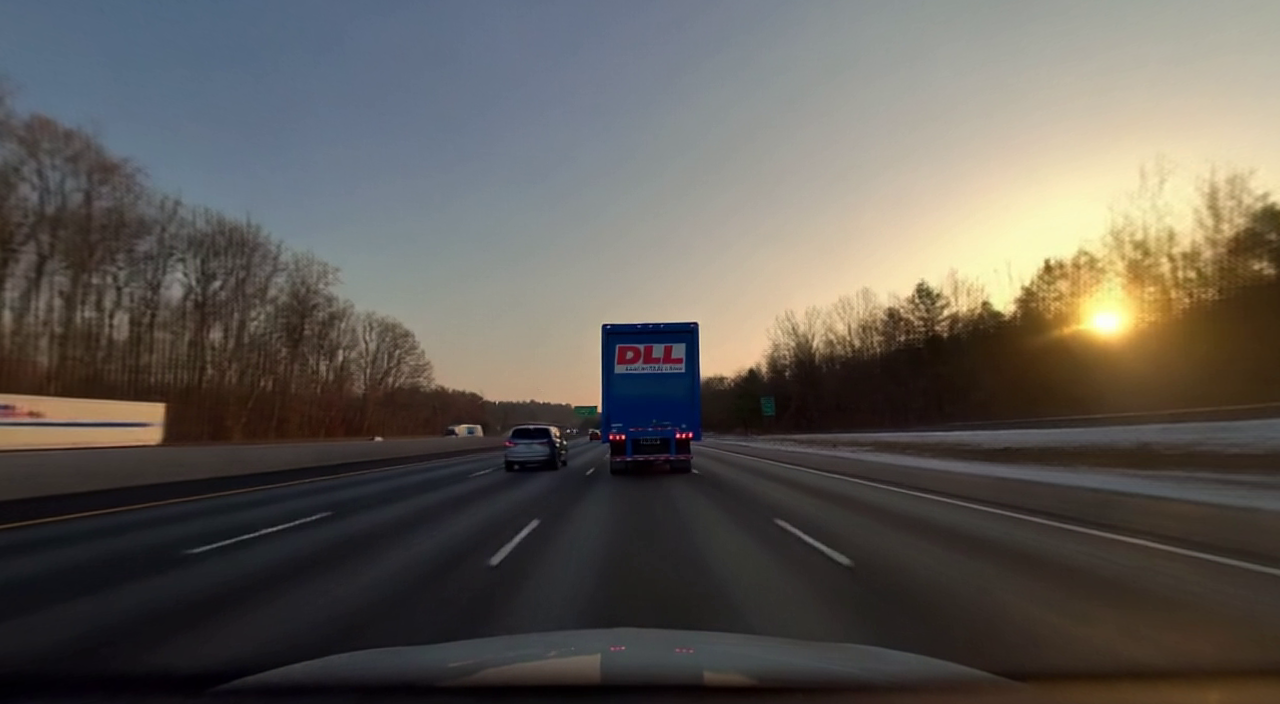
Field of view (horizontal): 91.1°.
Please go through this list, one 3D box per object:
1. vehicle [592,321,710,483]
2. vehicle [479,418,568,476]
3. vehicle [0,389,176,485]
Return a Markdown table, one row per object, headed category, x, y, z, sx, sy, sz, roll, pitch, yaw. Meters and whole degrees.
| category | x | y | z | sx | sy | sz | roll | pitch | yaw |
| --- | --- | --- | --- | --- | --- | --- | --- | --- | --- |
| vehicle | 0.181 | 1.864 | 20.800 | 3.011 | 4.211 | 8.926 | 0 | -8 | -1 |
| vehicle | -3.971 | 3.343 | 22.427 | 2.394 | 1.787 | 5.186 | 0 | -8 | -2 |
| vehicle | -30.579 | 4.099 | 30.275 | 3.258 | 4.291 | 17.587 | 0 | -8 | 0 |
